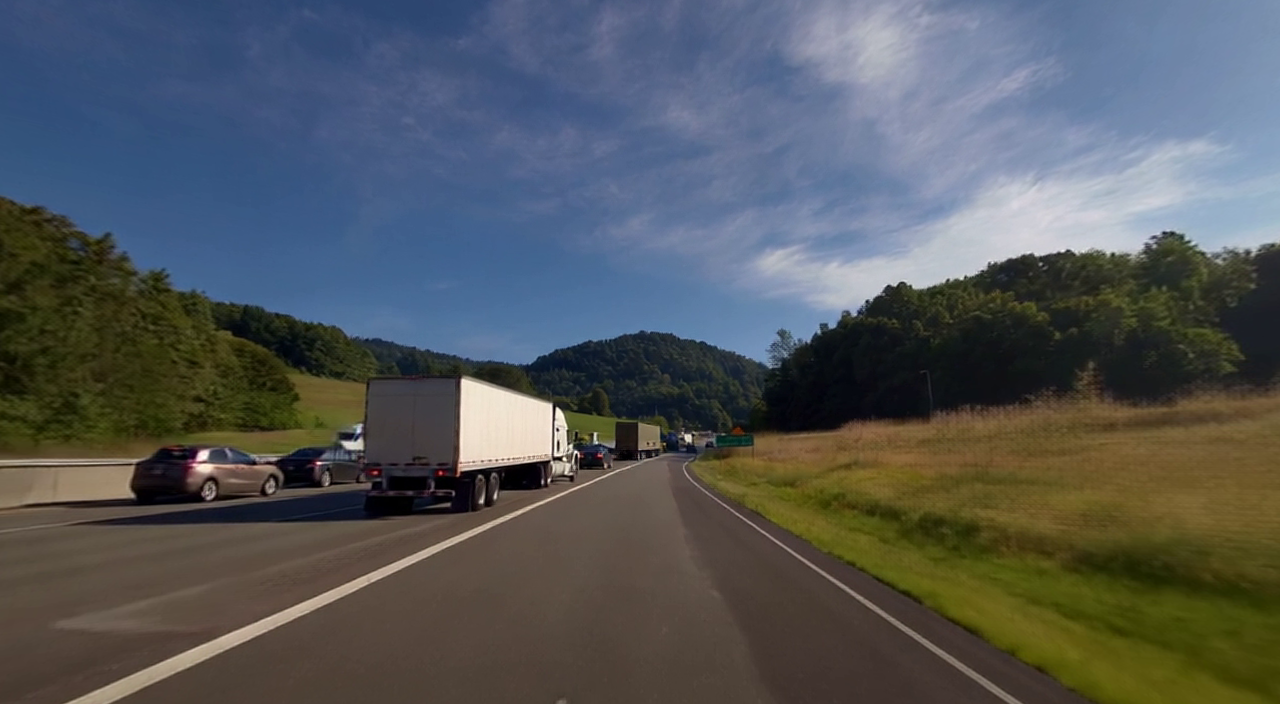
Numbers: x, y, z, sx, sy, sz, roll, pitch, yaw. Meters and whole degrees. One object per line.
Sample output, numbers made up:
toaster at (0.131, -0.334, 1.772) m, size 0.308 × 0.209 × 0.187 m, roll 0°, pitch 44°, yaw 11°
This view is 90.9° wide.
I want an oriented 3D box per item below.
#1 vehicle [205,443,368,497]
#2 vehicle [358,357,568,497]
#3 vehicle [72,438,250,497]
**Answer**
vehicle at (-11.053, 3.712, 20.248) m, size 1.925 × 1.493 × 4.864 m, roll -1°, pitch -9°, yaw 8°
vehicle at (-6.023, 3.292, 25.656) m, size 2.848 × 4.067 × 14.314 m, roll -1°, pitch -9°, yaw 7°
vehicle at (-15.034, 3.637, 20.139) m, size 1.943 × 1.662 × 4.283 m, roll -1°, pitch -9°, yaw 8°
